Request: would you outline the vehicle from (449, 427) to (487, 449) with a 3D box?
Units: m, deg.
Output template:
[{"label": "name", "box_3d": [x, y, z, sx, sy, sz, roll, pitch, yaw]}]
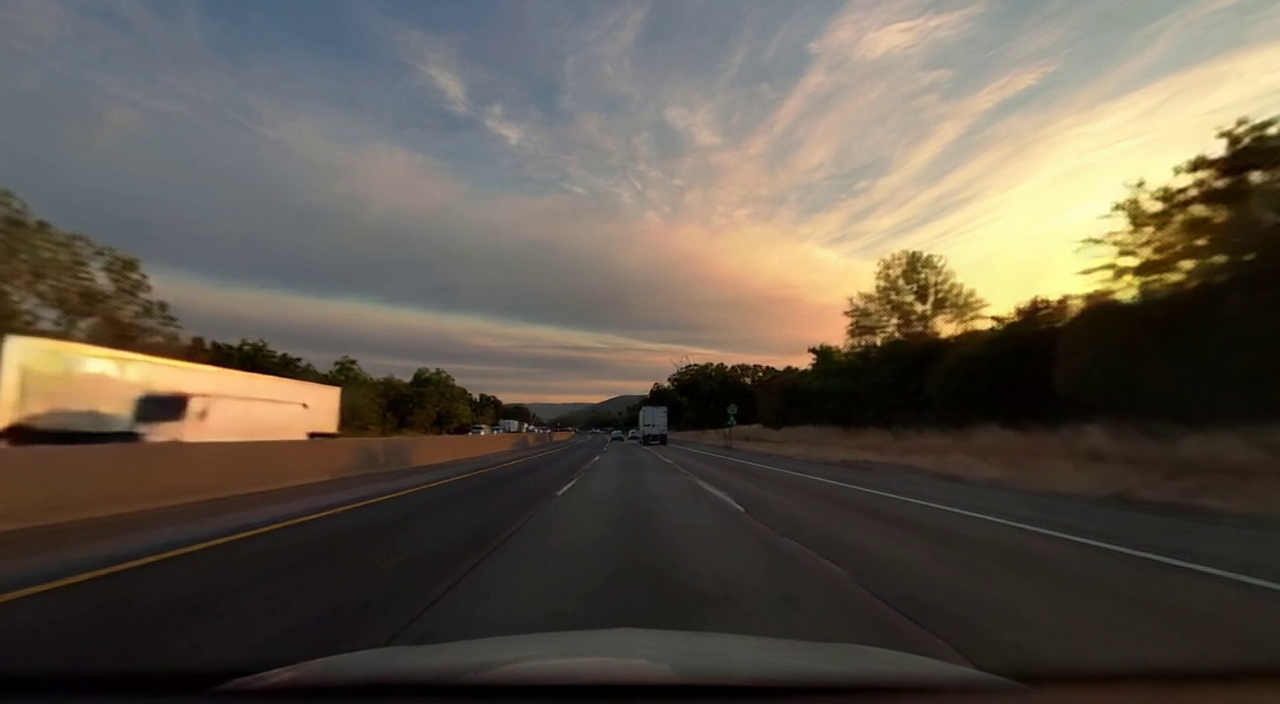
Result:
[{"label": "vehicle", "box_3d": [-12.350, 6.242, 45.560, 1.814, 1.477, 4.133, 1, -8, -4]}]

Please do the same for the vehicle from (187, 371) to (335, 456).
[{"label": "vehicle", "box_3d": [-20.049, 3.476, 34.189, 2.831, 4.025, 8.299, 0, -8, -1]}]

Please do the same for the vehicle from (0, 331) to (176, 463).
[{"label": "vehicle", "box_3d": [-19.762, 1.710, 21.666, 2.988, 3.962, 5.807, 0, -8, -1]}]
